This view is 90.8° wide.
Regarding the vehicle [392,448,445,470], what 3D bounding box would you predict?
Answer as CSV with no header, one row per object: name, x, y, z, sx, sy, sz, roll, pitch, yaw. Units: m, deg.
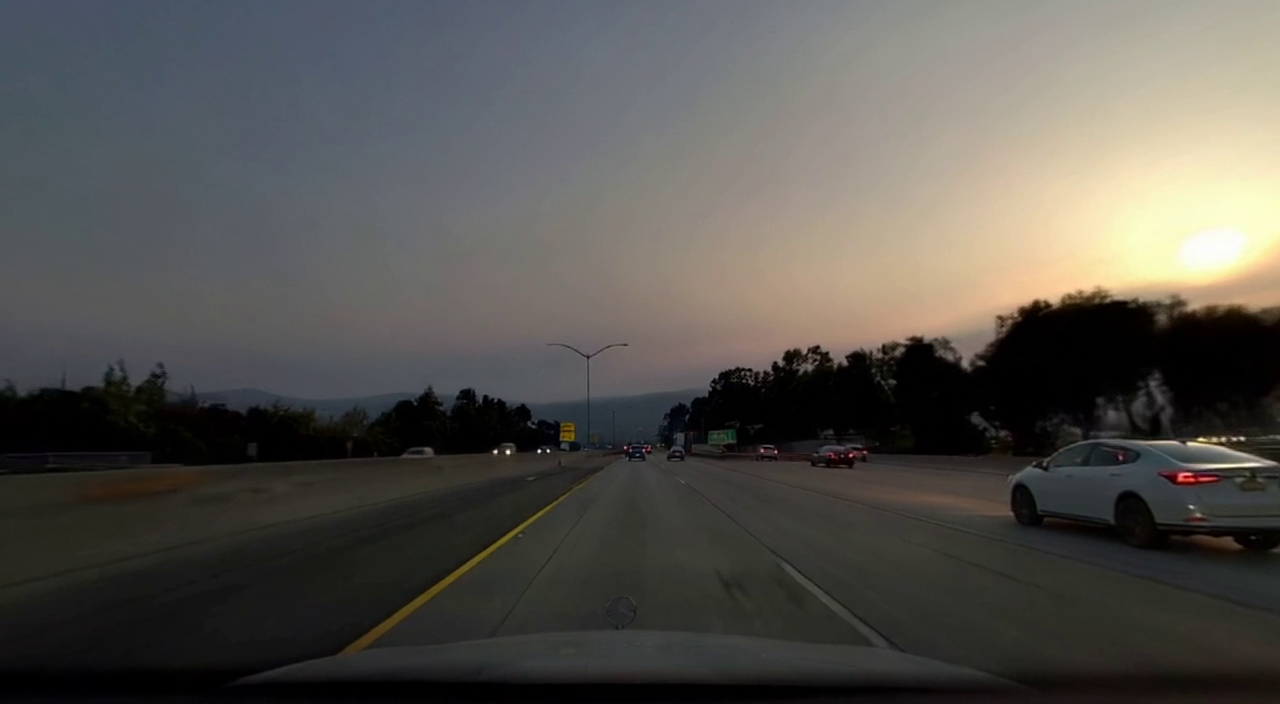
vehicle,-14.950,7.224,42.884,2.002,1.427,4.270,0,-9,0

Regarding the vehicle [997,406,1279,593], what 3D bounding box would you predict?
vehicle,6.798,1.654,7.811,2.027,1.679,4.543,0,-9,-1

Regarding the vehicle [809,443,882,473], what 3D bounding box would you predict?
vehicle,11.182,5.819,34.866,2.194,1.489,5.141,0,-9,-1
